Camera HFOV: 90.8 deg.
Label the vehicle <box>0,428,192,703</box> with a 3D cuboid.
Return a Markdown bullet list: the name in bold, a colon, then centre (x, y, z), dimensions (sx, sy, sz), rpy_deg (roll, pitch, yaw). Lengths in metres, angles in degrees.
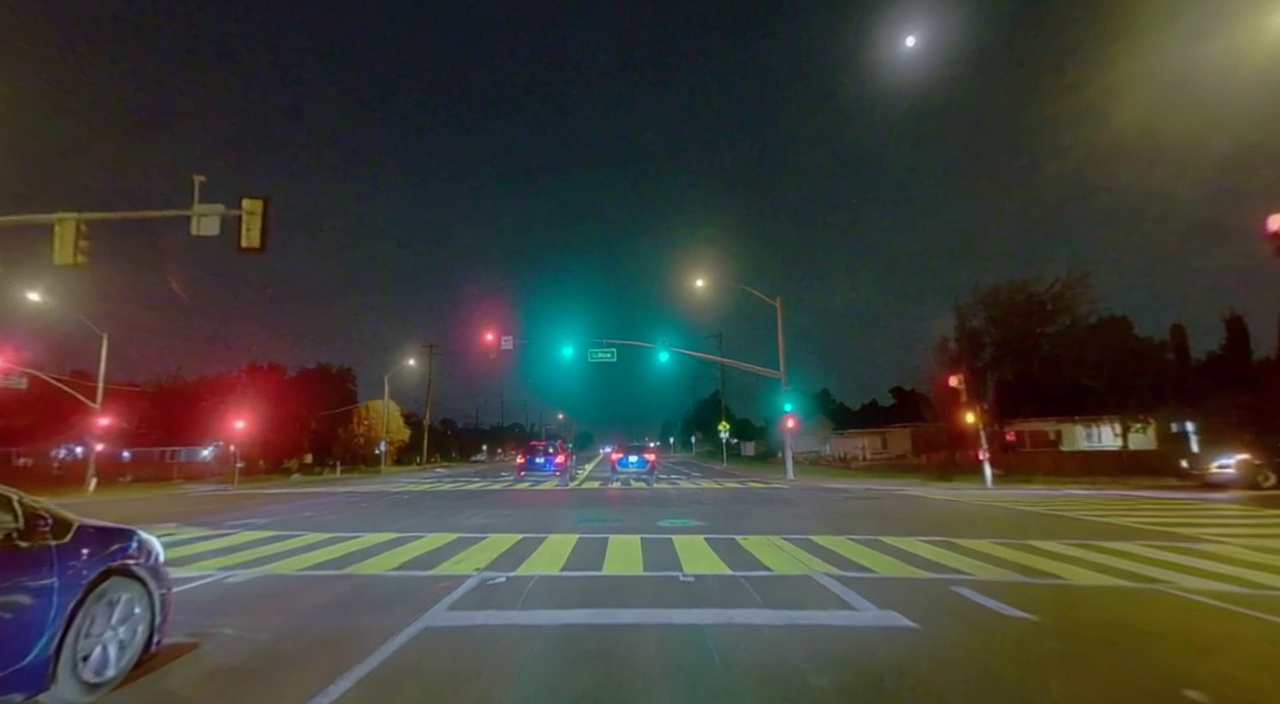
- **vehicle**: centre (-3.305, 0.800, 1.038), dimensions (1.901, 1.409, 4.442), rpy_deg (0, -8, 0)

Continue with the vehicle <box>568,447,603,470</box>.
- **vehicle**: centre (-3.646, 7.170, 42.650), dimensions (1.863, 1.449, 4.153), rpy_deg (0, -8, 2)

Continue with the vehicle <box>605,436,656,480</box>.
- **vehicle**: centre (-0.415, 4.798, 28.904), dimensions (2.155, 1.836, 4.250), rpy_deg (0, -8, 0)

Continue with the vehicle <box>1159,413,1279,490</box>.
- **vehicle**: centre (18.320, 2.733, 17.424), dimensions (5.652, 1.990, 2.190), rpy_deg (-2, -9, 13)

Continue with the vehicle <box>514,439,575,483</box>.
- **vehicle**: centre (-3.902, 4.515, 26.507), dimensions (1.899, 1.685, 4.121), rpy_deg (0, -8, 1)
